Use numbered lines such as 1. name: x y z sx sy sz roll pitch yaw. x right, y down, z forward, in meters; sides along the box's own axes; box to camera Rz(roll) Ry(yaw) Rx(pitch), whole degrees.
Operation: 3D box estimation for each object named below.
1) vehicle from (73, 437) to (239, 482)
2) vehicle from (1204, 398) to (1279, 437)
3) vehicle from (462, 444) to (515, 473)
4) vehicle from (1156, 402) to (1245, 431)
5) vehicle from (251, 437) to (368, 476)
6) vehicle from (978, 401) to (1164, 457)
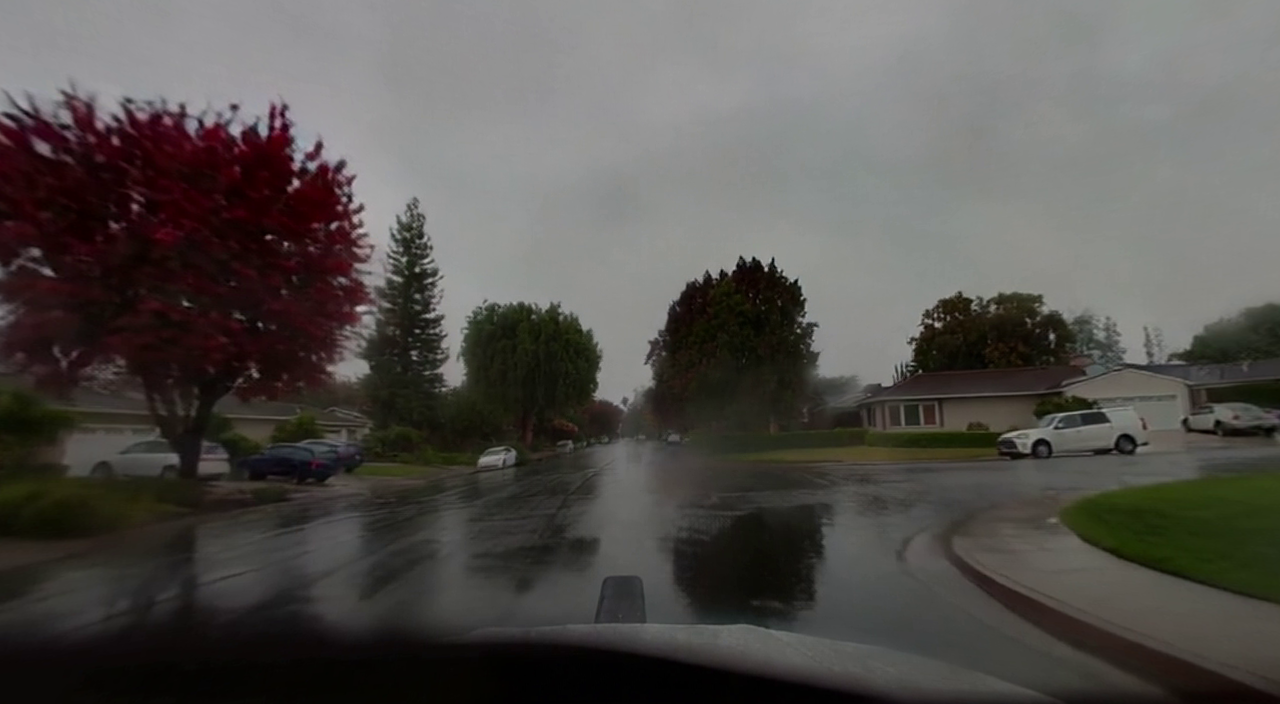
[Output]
1. vehicle: -18.849 4.182 24.799 1.829 1.584 4.748 -5 -10 27
2. vehicle: 33.938 3.644 34.384 2.029 1.747 4.373 0 -11 -2
3. vehicle: -8.796 6.198 36.929 2.040 1.525 5.212 0 -9 -3
4. vehicle: 34.829 4.104 39.311 1.971 1.581 4.495 -2 -9 10
5. vehicle: -16.563 5.235 31.790 4.683 1.849 2.044 1 -9 -5
6. vehicle: 17.257 3.152 25.372 6.088 2.084 2.337 1 -9 -10
